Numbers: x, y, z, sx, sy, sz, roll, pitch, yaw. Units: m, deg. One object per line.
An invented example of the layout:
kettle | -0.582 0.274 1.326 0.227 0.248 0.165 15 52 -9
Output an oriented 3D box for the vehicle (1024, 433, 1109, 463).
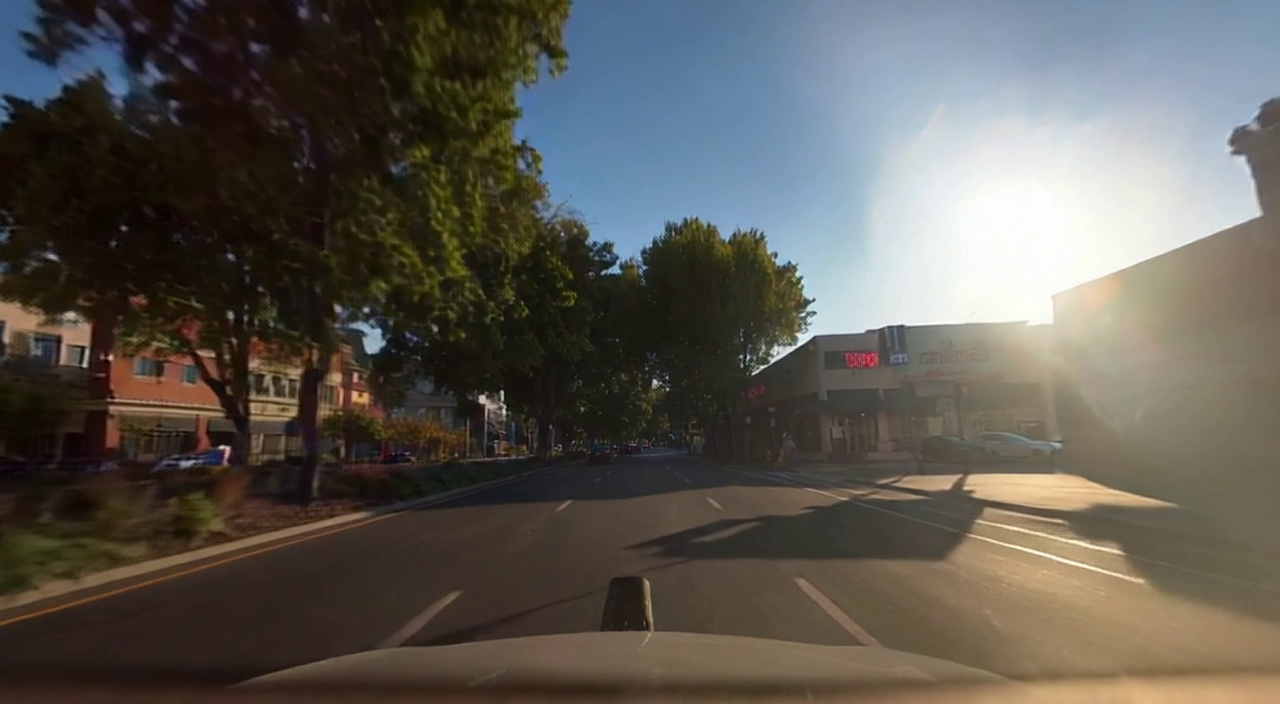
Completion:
vehicle | 22.610 5.074 33.585 1.828 1.450 3.730 -2 -8 -1

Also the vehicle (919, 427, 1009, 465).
vehicle | 17.089 4.997 33.592 2.038 1.827 4.870 0 -8 -2

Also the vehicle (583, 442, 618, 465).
vehicle | -2.741 7.149 44.557 2.082 1.460 4.442 0 -8 1

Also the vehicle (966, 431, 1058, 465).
vehicle | 19.747 5.087 33.708 2.074 1.607 4.465 -2 -8 -1

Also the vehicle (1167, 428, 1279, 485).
vehicle | 17.515 2.824 17.194 4.546 1.417 1.932 0 -8 -2

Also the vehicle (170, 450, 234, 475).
vehicle | -31.327 7.877 45.212 1.830 1.663 4.166 1 -8 -6

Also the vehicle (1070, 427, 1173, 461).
vehicle | 25.524 4.889 33.616 2.024 1.683 4.322 0 -8 0

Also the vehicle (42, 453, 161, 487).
vehicle | -27.616 6.038 32.557 1.910 1.498 4.703 0 -8 2
